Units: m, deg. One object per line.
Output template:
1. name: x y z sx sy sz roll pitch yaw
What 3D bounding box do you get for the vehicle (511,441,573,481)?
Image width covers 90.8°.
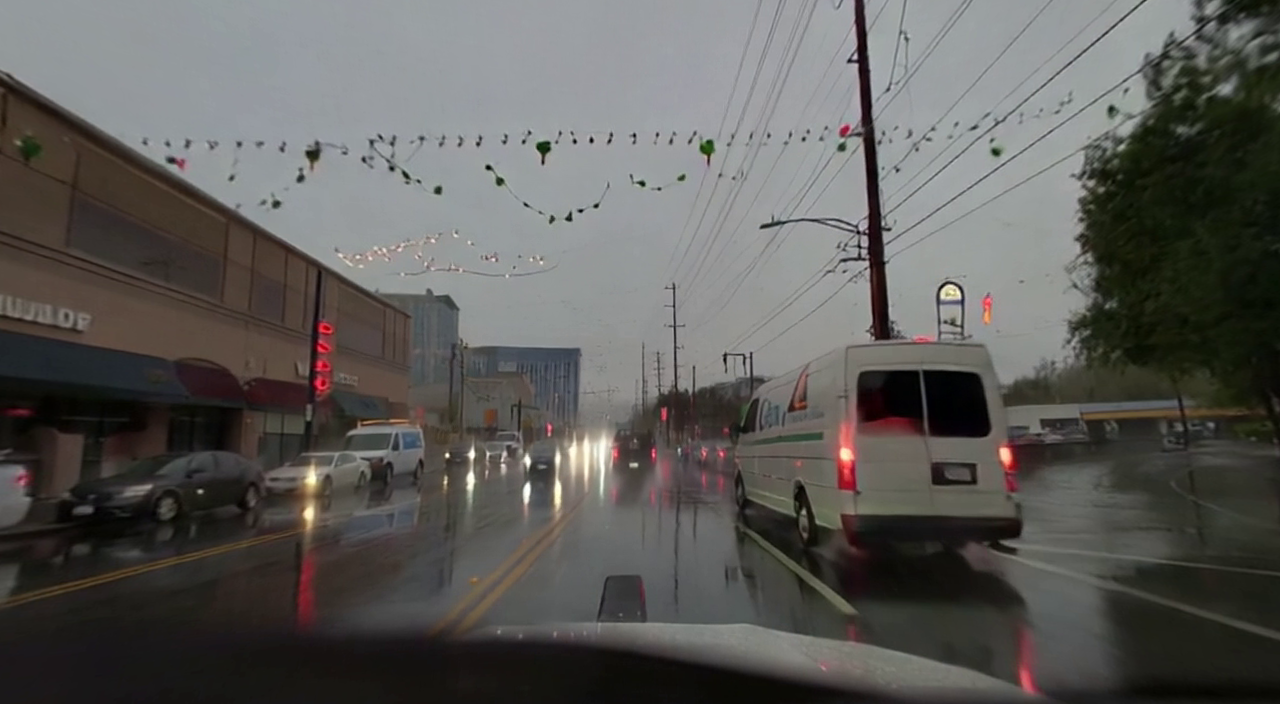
1. vehicle: -3.912 4.425 25.914 1.974 1.484 4.400 0 -8 -2

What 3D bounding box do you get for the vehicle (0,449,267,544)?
1. vehicle: -9.760 2.727 12.656 1.848 1.517 4.452 0 -8 0

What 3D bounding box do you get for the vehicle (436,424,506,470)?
1. vehicle: -10.212 5.835 38.925 2.964 2.597 6.437 1 -8 -5

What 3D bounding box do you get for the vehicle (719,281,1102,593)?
1. vehicle: 2.953 1.267 9.436 2.419 2.927 6.907 0 -8 -2

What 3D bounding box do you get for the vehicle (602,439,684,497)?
1. vehicle: 0.058 3.303 18.471 2.112 1.464 4.411 0 -8 0

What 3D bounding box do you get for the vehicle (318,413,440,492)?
1. vehicle: -9.965 3.897 24.831 2.398 2.723 5.816 0 -8 -2

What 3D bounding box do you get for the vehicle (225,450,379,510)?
1. vehicle: -9.686 3.662 18.669 2.063 1.481 4.722 0 -8 -2
